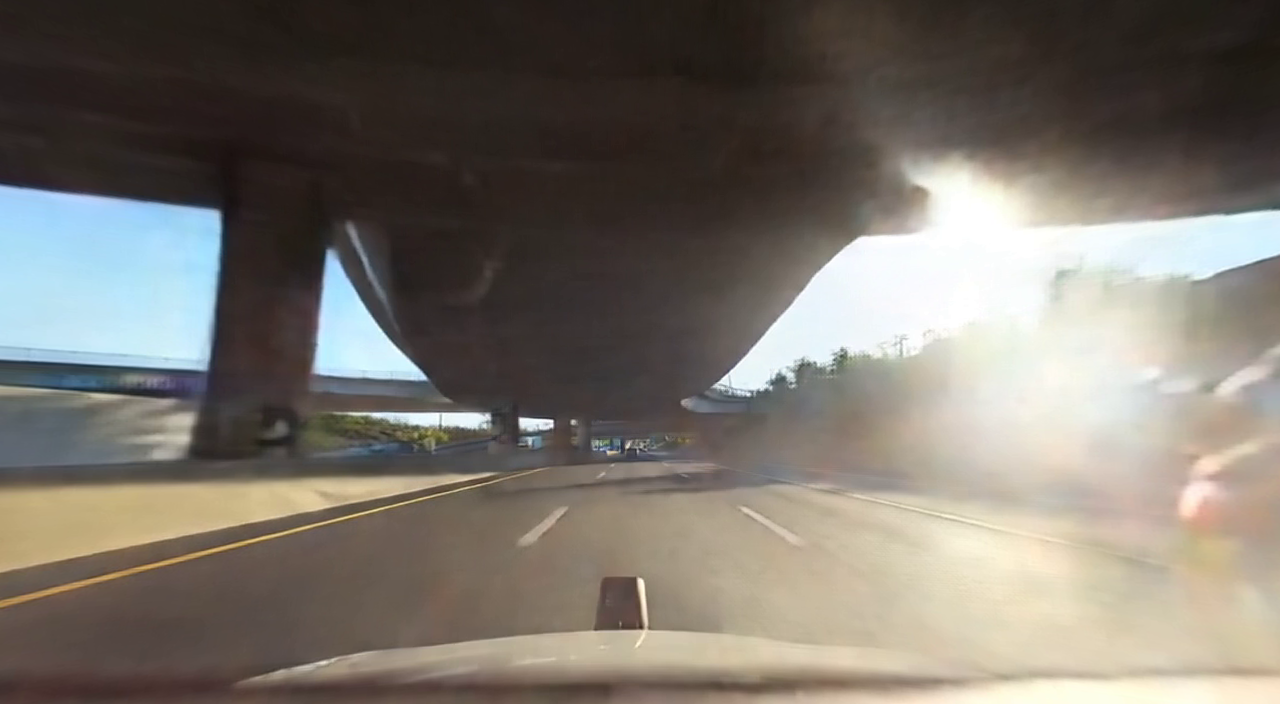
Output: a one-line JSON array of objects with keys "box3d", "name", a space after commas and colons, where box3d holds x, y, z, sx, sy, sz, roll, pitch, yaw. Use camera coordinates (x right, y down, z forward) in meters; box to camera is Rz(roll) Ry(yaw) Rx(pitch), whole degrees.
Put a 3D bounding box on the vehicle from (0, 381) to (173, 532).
[{"box3d": [-20.434, 3.071, 18.351, 3.091, 4.397, 13.932, 0, -9, -1], "name": "vehicle"}]
